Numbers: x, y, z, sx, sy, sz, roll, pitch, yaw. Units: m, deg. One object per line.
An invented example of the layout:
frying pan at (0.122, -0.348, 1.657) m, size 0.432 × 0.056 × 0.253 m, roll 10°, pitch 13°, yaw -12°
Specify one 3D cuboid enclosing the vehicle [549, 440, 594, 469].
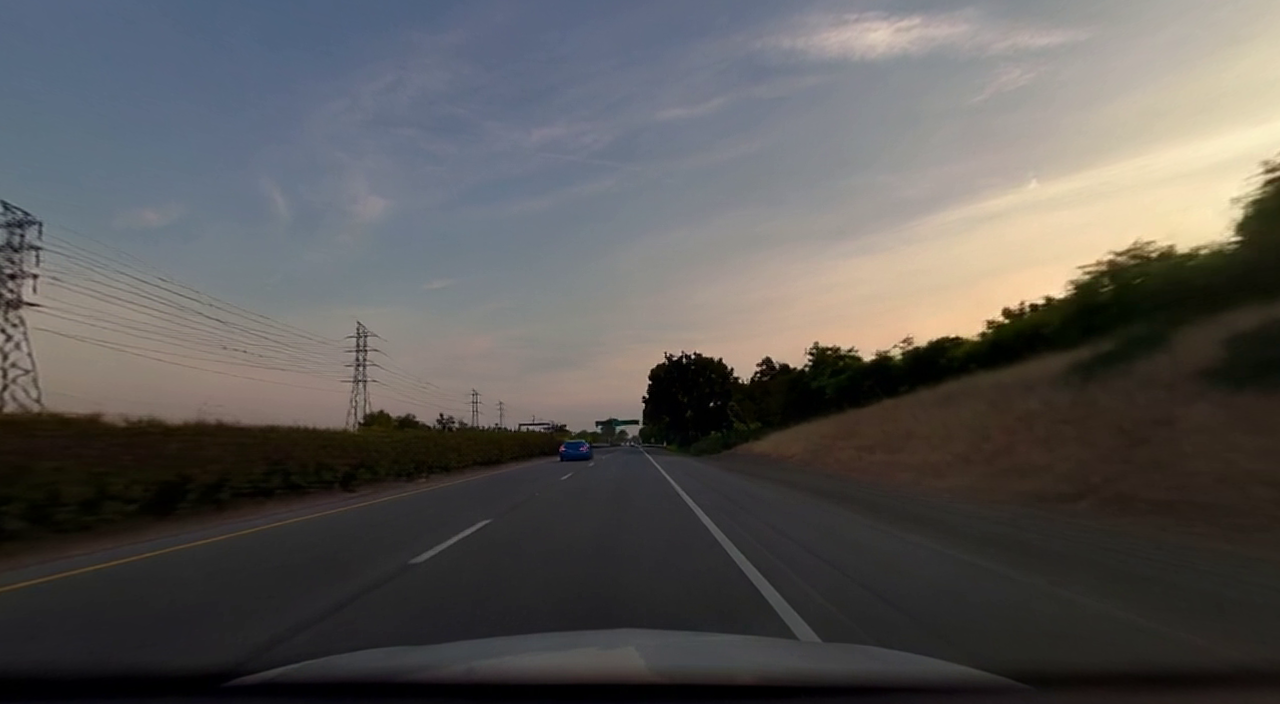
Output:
vehicle at (-3.966, 5.995, 37.185) m, size 2.158 × 1.604 × 4.679 m, roll 0°, pitch -8°, yaw 0°
